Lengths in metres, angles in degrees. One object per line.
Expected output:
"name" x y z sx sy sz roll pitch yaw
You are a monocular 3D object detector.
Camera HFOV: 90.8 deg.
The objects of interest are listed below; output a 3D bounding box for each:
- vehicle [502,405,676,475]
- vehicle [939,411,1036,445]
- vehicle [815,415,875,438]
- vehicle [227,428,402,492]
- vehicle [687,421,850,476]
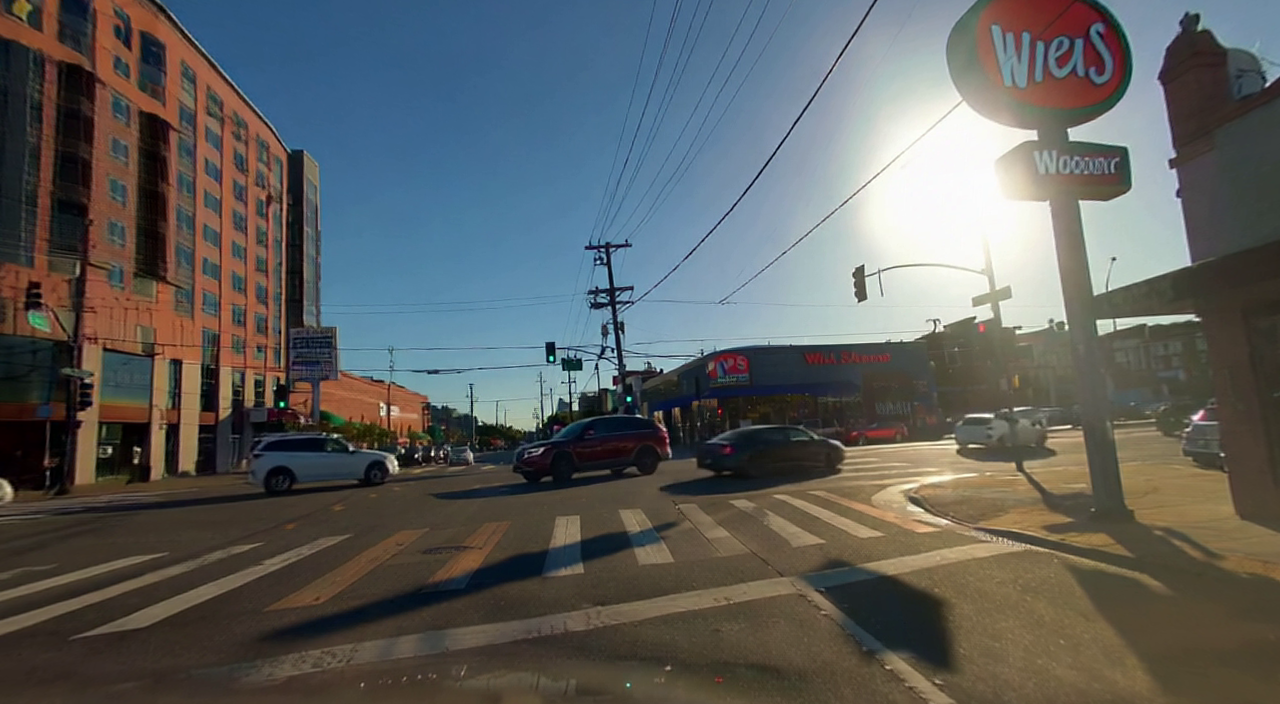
"vehicle" -1.486 2.909 20.806 2.374 1.985 5.588 -8 -11 41
"vehicle" 16.268 3.597 29.532 4.433 1.453 1.804 5 -10 -30
"vehicle" 16.031 5.838 49.420 4.589 1.730 1.801 4 -9 -31
"vehicle" -10.077 3.324 19.824 2.105 1.761 4.292 -8 -11 40
"vehicle" 3.933 2.913 19.264 4.707 1.487 1.907 4 -10 -29
